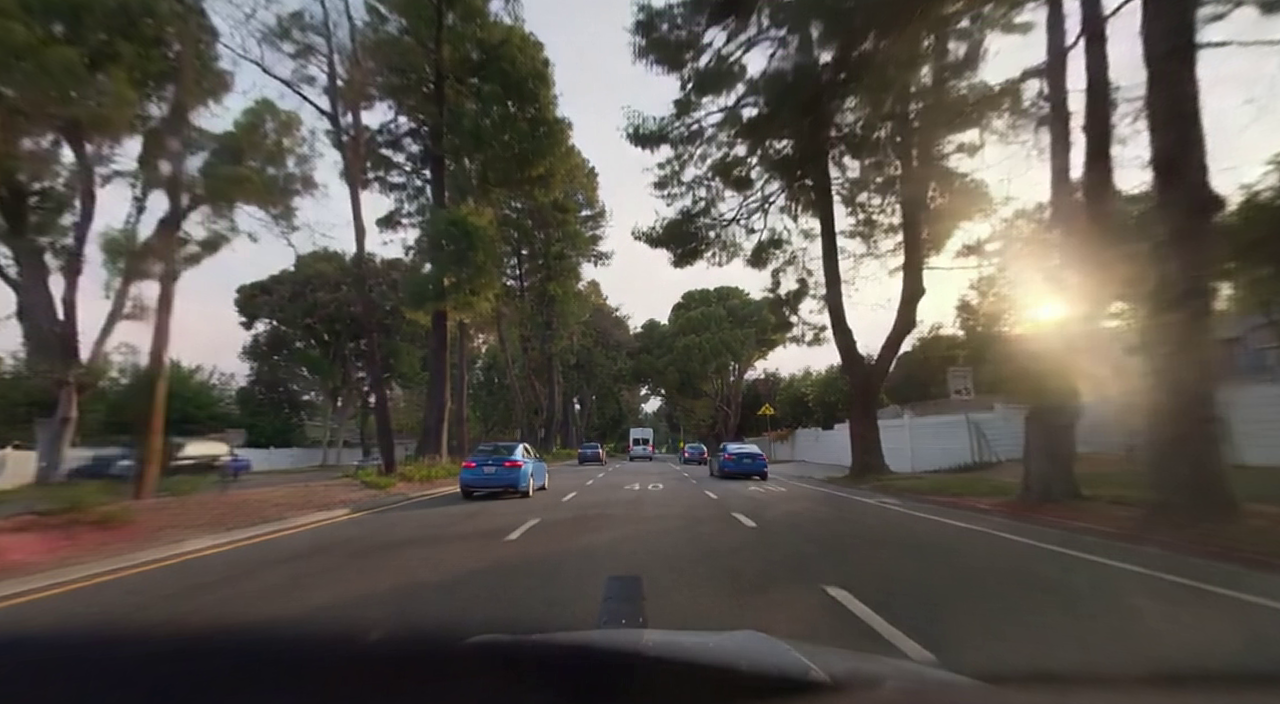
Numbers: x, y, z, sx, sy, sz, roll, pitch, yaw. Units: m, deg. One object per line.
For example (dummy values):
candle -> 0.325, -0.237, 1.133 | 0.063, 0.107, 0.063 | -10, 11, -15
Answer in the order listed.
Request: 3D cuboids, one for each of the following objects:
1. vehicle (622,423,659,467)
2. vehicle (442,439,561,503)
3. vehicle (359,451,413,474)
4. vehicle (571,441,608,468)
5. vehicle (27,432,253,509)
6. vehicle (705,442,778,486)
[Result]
vehicle -> 0.049, 6.259, 42.112 | 2.311, 2.726, 5.814 | 0, -9, 1
vehicle -> -3.523, 3.123, 16.973 | 2.036, 1.474, 4.647 | 0, -8, 1
vehicle -> -17.820, 7.766, 44.263 | 1.852, 1.471, 4.746 | 0, -8, 0
vehicle -> -3.259, 6.714, 41.296 | 2.021, 1.715, 4.329 | 0, -8, 1
vehicle -> -14.042, 3.339, 18.249 | 2.105, 1.877, 5.373 | 0, -8, 0
vehicle -> 3.652, 4.100, 23.345 | 1.945, 1.469, 4.258 | 0, -8, 0
